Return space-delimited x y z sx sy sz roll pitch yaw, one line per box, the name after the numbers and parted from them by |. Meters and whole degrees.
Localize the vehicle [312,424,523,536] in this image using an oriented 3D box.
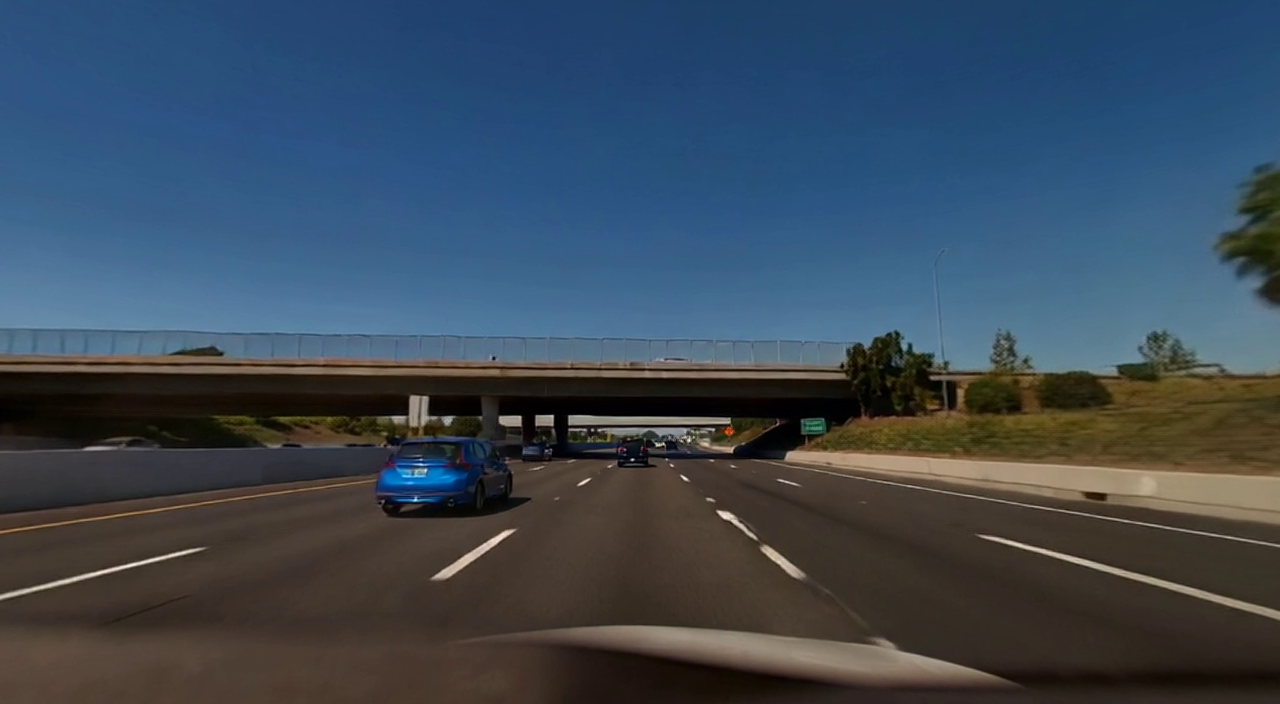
-3.682 2.213 11.495 2.124 1.607 4.531 0 -9 1 | vehicle

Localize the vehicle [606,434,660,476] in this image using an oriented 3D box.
-0.241 4.476 27.518 2.155 1.690 4.318 0 -9 1 | vehicle
